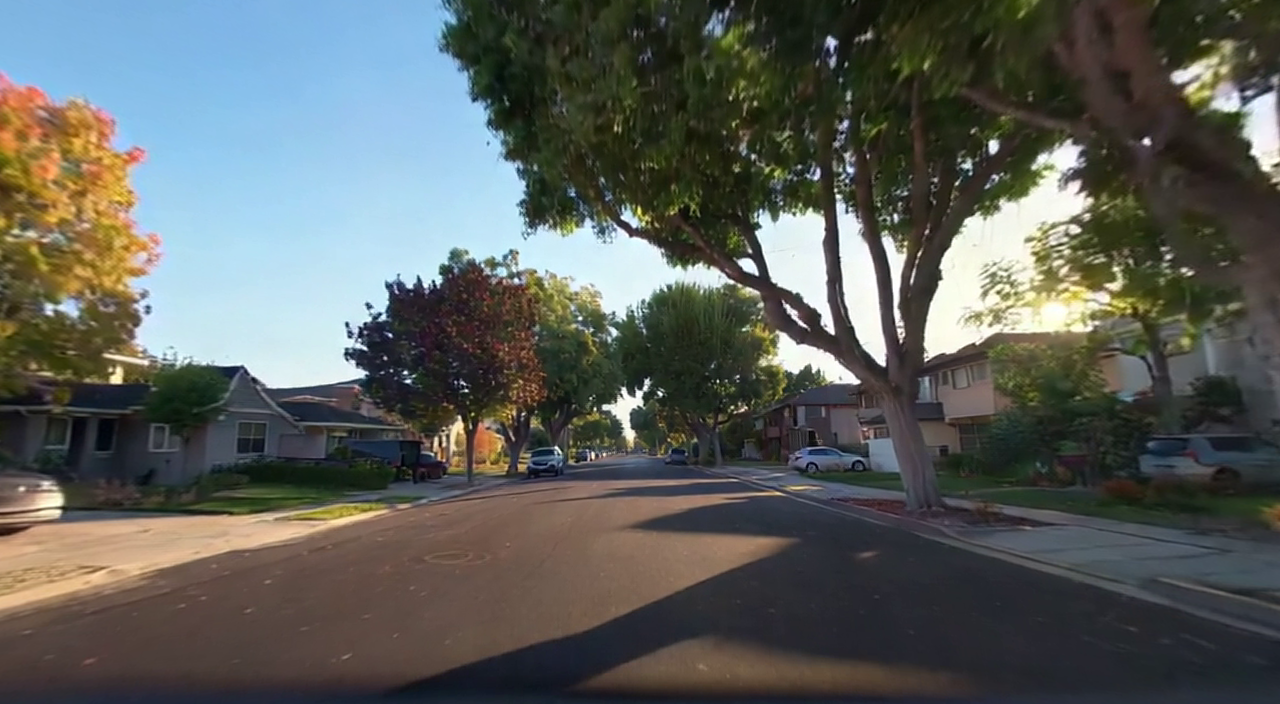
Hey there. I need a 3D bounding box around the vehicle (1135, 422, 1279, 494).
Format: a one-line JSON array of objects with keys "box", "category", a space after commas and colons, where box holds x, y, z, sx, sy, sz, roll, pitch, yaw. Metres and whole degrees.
[{"box": [14.595, 2.485, 15.054, 4.558, 1.515, 2.013, 3, -9, -17], "category": "vehicle"}]

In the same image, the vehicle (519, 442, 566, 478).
[{"box": [-5.842, 6.514, 38.432, 2.341, 1.942, 5.044, 0, -9, -3], "category": "vehicle"}]

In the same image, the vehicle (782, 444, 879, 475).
[{"box": [10.042, 5.718, 33.605, 4.497, 1.564, 1.948, 0, -8, -2], "category": "vehicle"}]

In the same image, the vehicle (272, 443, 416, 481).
[{"box": [-12.468, 4.649, 26.870, 5.040, 1.541, 2.042, 0, -9, 0], "category": "vehicle"}]
